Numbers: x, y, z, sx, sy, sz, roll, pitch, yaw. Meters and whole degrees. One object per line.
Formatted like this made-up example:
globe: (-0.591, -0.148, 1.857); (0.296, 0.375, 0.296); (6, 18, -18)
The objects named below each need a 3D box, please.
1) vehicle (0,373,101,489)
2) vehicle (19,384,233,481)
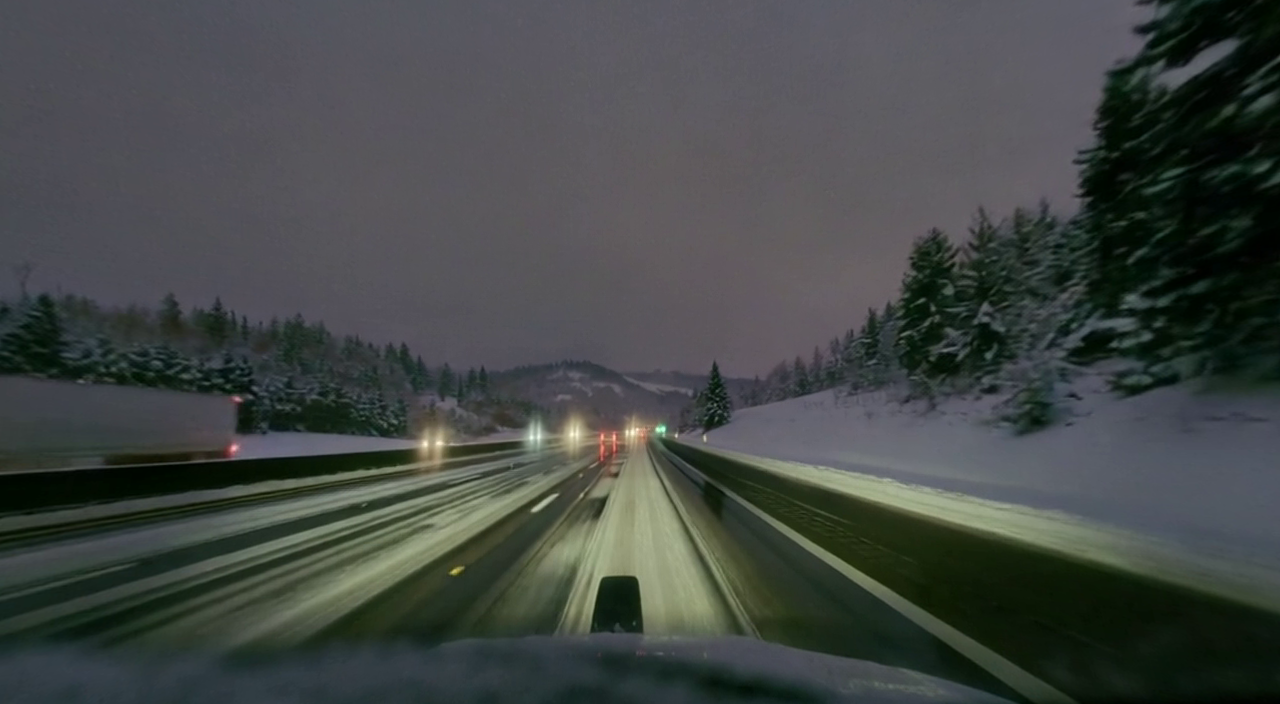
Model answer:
vehicle: (-23.287, 2.532, 20.169); (3.030, 3.937, 10.121); (0, -8, -1)
vehicle: (-23.412, 3.789, 29.544); (2.887, 3.875, 8.389); (0, -8, 0)
